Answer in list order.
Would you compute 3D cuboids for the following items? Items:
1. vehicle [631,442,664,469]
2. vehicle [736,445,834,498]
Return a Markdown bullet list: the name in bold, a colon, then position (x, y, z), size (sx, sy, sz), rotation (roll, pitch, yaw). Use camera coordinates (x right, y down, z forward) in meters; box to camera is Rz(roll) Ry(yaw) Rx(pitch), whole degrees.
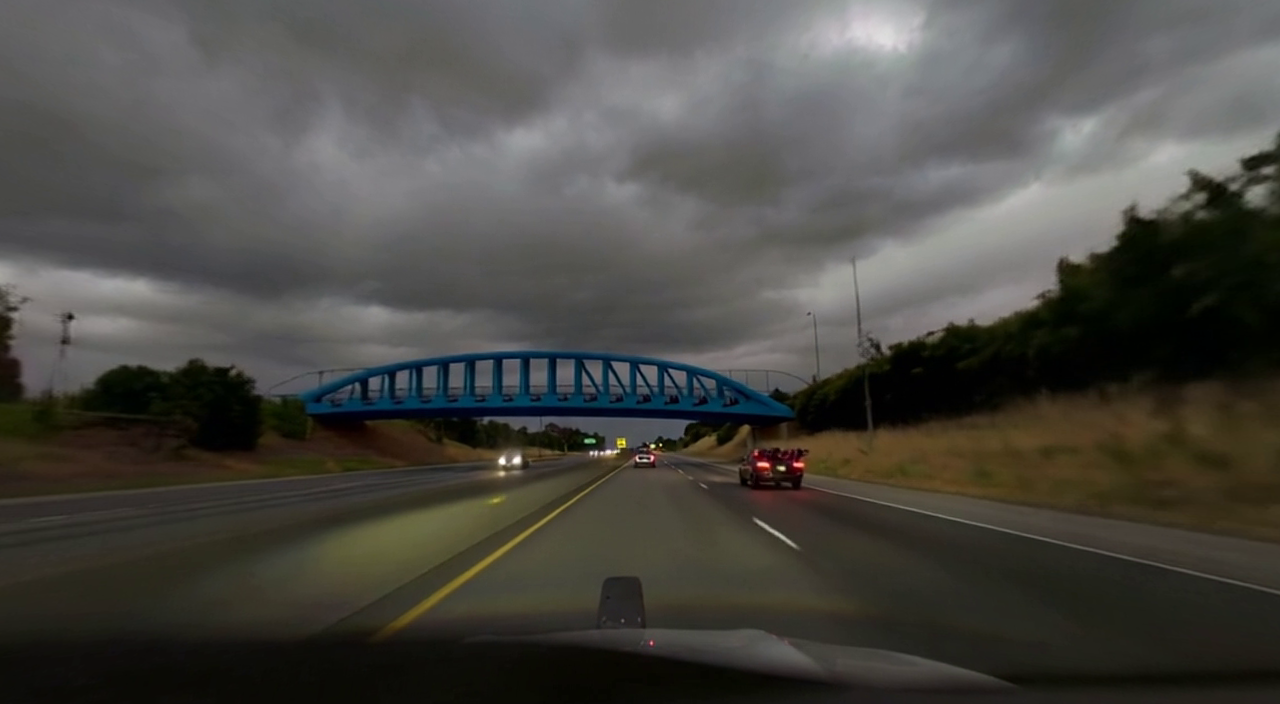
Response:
- **vehicle**: position (0.621, 7.879, 48.228), size (2.369, 1.948, 5.343), rotation (0, -9, 2)
- **vehicle**: position (4.550, 3.822, 20.596), size (1.988, 1.505, 4.958), rotation (0, -9, 0)
